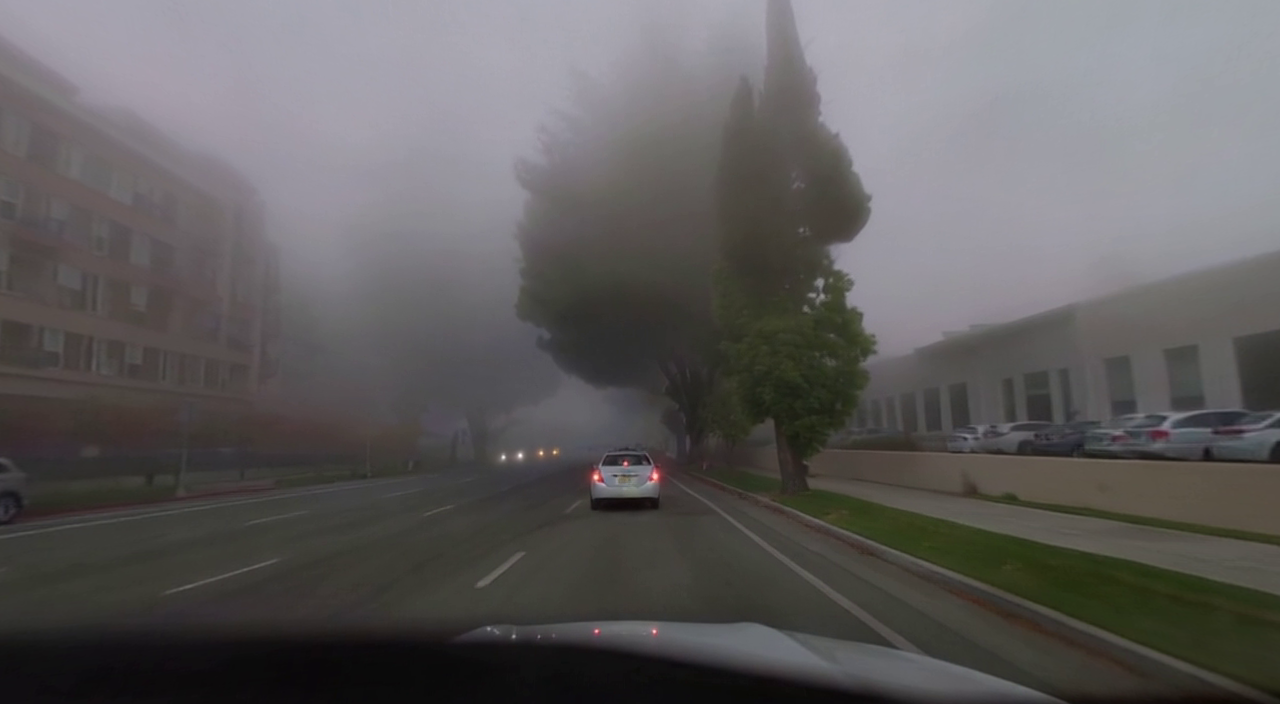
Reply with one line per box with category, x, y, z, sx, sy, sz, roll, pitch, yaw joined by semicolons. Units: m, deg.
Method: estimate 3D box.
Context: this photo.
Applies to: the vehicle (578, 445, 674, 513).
vehicle;-0.350;3.153;16.205;2.116;1.479;4.358;0;-9;-1
